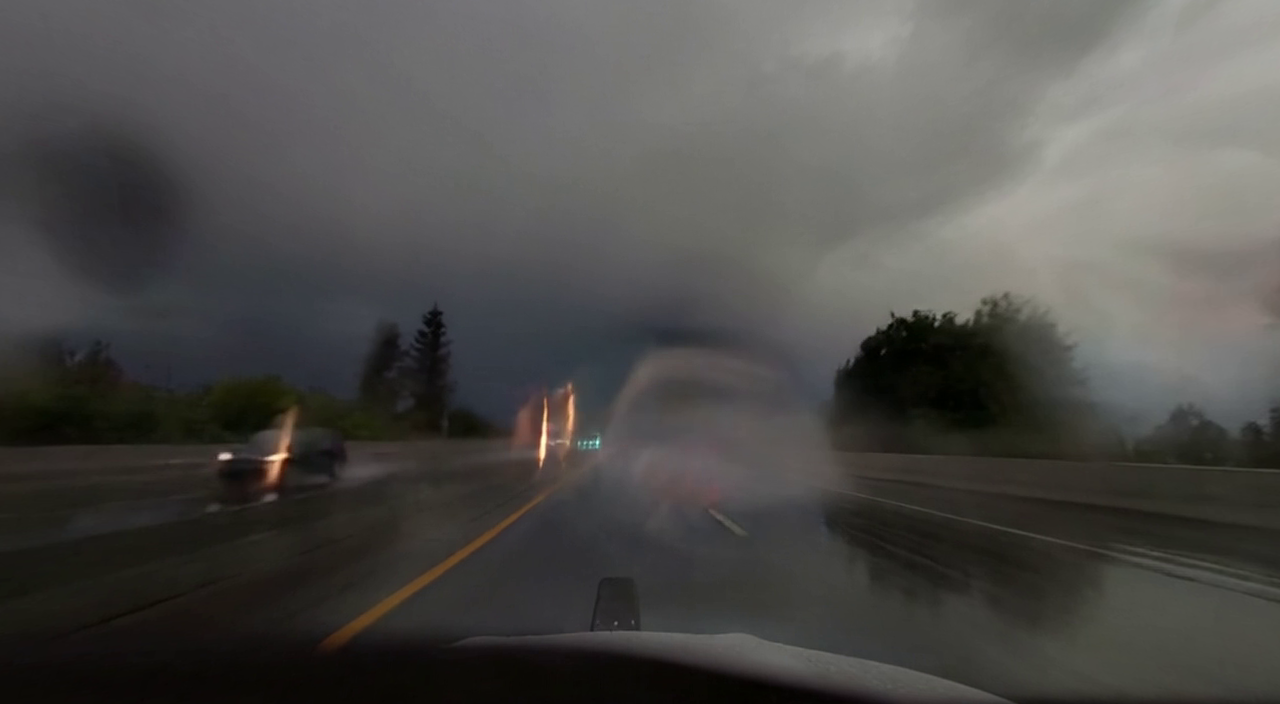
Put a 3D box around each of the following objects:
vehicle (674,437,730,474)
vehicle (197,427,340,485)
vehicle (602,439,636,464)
[{"bbox_3d":[2.744,4.697,28.908,2.146,1.546,3.796,-1,-8,0],"label":"vehicle"},{"bbox_3d":[-10.680,3.012,18.448,1.872,1.499,3.792,-1,-8,0],"label":"vehicle"},{"bbox_3d":[-1.412,6.611,41.963,2.178,1.559,4.254,0,-8,-3],"label":"vehicle"}]
